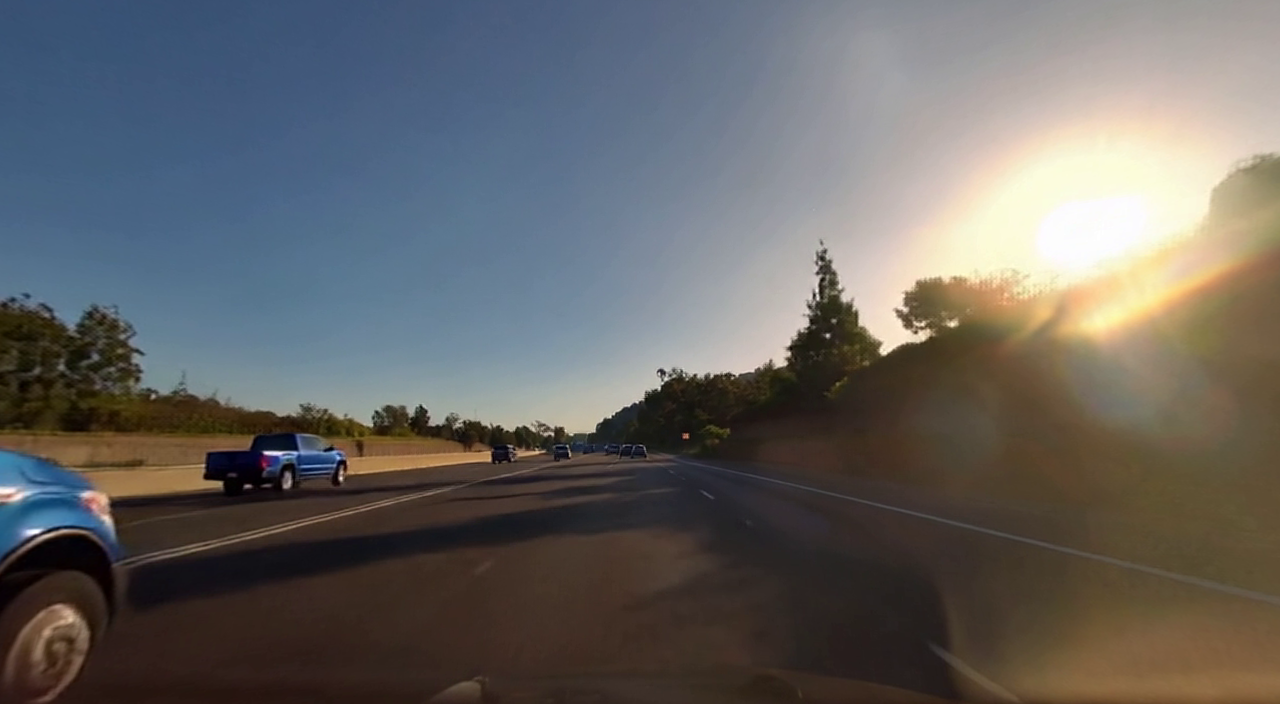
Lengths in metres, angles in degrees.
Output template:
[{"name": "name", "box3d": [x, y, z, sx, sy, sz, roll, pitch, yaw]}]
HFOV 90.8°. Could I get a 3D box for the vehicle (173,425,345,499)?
[{"name": "vehicle", "box3d": [-10.864, 3.183, 18.593, 2.012, 1.875, 4.895, 0, -9, 0]}]
